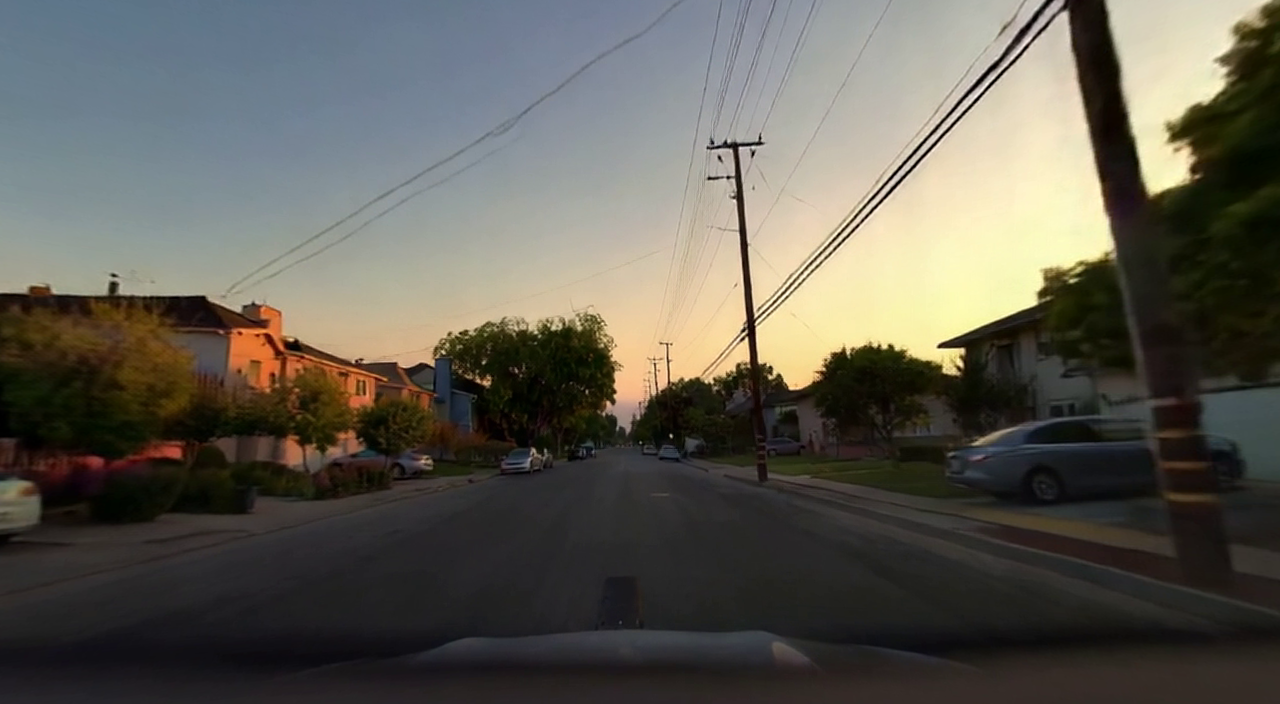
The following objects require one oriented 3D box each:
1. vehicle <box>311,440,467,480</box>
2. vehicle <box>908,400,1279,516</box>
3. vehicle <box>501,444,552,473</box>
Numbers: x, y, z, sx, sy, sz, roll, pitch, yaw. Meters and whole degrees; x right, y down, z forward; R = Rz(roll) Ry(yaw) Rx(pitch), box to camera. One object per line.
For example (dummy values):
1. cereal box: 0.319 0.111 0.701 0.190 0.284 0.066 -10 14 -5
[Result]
1. vehicle: -12.267 5.327 31.356 6.619 1.759 2.632 -1 -8 -2
2. vehicle: 8.989 2.091 12.826 5.890 1.896 2.459 -2 -7 0
3. vehicle: -6.626 6.285 37.572 2.208 1.491 5.089 0 -8 -1
